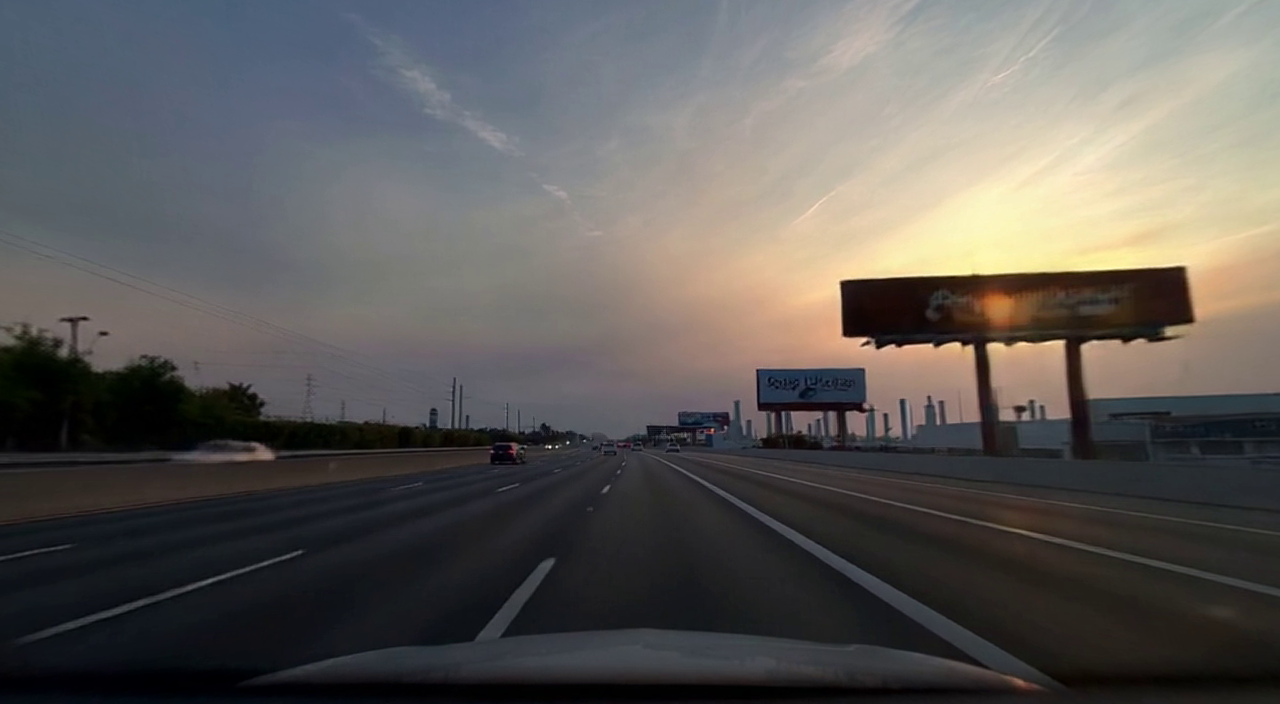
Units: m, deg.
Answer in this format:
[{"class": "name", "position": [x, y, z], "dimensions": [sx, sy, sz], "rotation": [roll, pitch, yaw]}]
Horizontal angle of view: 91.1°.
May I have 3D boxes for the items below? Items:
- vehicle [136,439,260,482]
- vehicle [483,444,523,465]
[{"class": "vehicle", "position": [-18.565, 4.550, 26.670], "dimensions": [1.962, 1.636, 4.485], "rotation": [0, -9, 1]}, {"class": "vehicle", "position": [-10.231, 7.668, 47.200], "dimensions": [1.974, 1.513, 4.584], "rotation": [0, -9, 0]}]
